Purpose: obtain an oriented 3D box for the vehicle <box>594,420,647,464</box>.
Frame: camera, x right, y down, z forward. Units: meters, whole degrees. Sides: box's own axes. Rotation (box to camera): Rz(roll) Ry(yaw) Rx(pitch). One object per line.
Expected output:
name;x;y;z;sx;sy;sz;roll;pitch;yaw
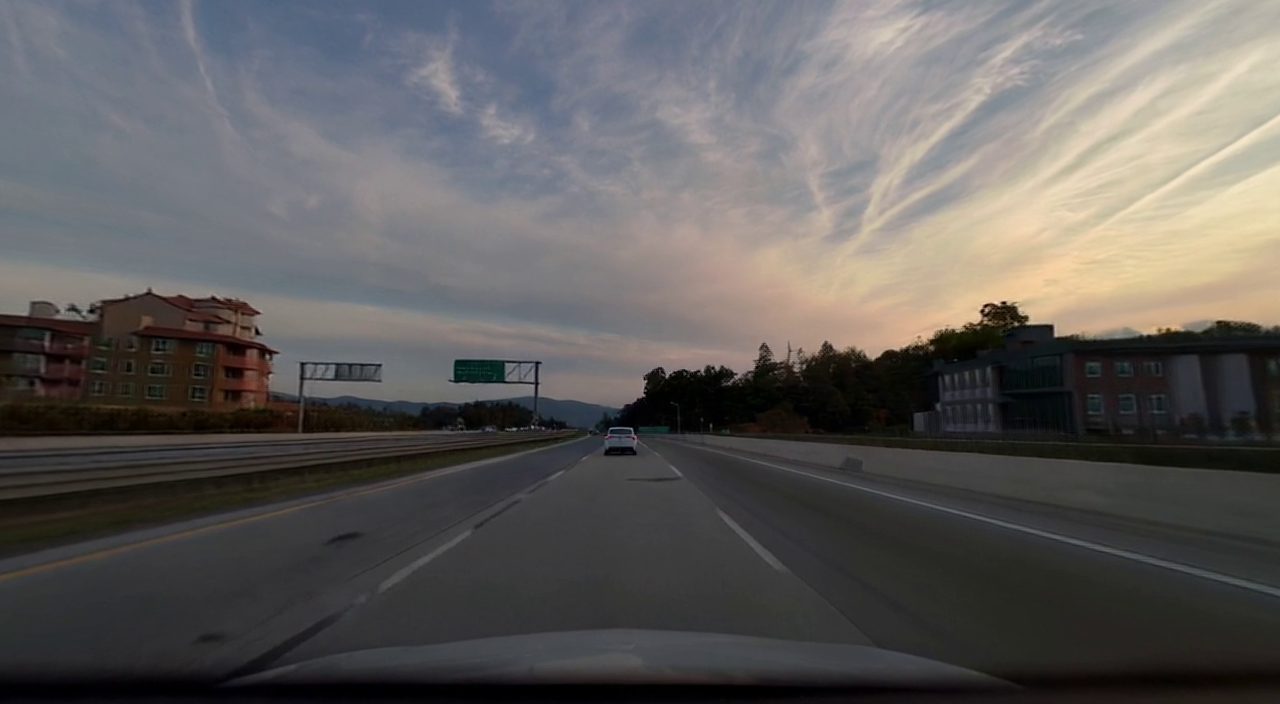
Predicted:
vehicle;-0.784;3.681;25.904;2.020;1.633;3.942;0;-7;-2
